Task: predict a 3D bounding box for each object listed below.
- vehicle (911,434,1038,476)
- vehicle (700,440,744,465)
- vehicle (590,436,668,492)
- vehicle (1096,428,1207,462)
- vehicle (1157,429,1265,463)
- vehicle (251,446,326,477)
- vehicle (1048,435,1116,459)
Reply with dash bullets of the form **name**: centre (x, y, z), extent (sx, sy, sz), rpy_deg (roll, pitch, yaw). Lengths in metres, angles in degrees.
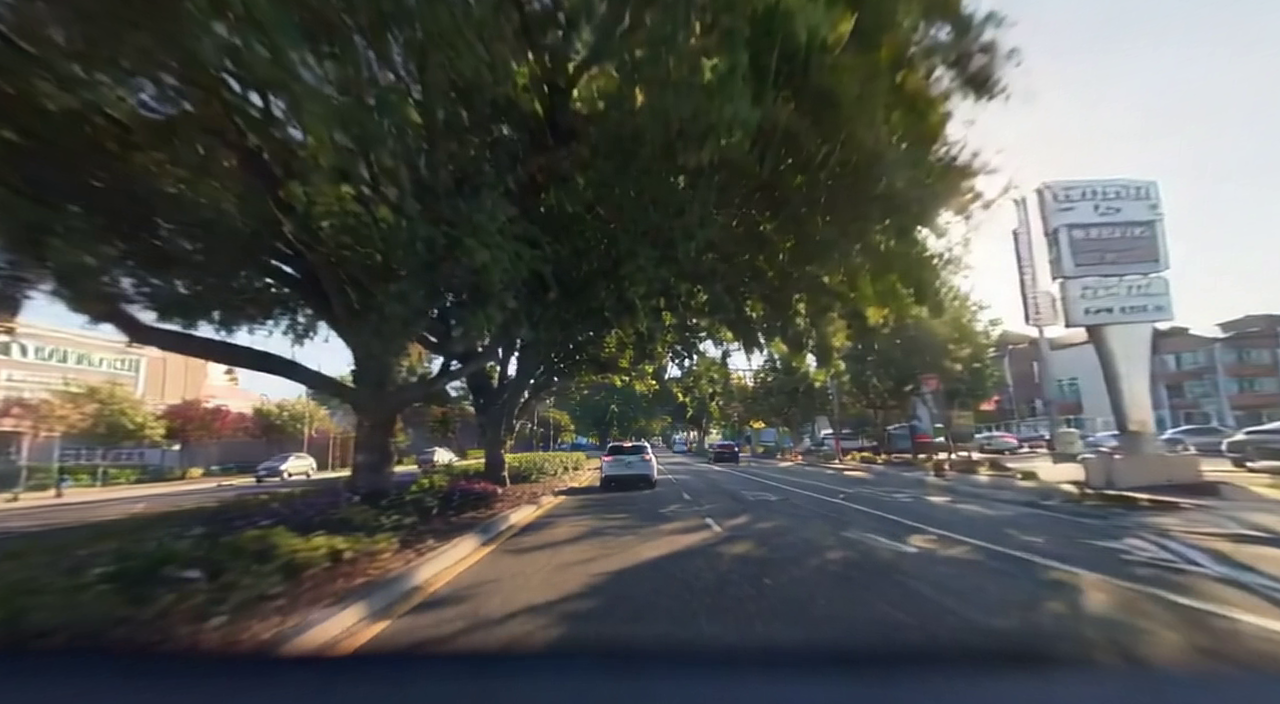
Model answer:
- **vehicle**: centre (14.639, 4.527, 27.844), extent (4.358, 1.732, 2.129), rpy_deg (1, -9, -3)
- **vehicle**: centre (5.586, 6.886, 43.532), extent (2.244, 1.618, 4.585), rpy_deg (0, -9, -2)
- **vehicle**: centre (-0.291, 3.344, 19.106), extent (2.106, 1.496, 3.964), rpy_deg (0, -9, 0)
- **vehicle**: centre (26.974, 4.963, 33.569), extent (2.045, 1.690, 4.761), rpy_deg (0, -9, 3)
- **vehicle**: centre (29.881, 4.940, 33.247), extent (1.890, 1.640, 4.064), rpy_deg (0, -9, 2)
- **vehicle**: centre (-19.478, 6.092, 35.257), extent (1.862, 1.606, 4.071), rpy_deg (0, -9, -1)
- **vehicle**: centre (27.200, 5.875, 39.033), extent (1.709, 1.455, 3.449), rpy_deg (0, -9, 1)
